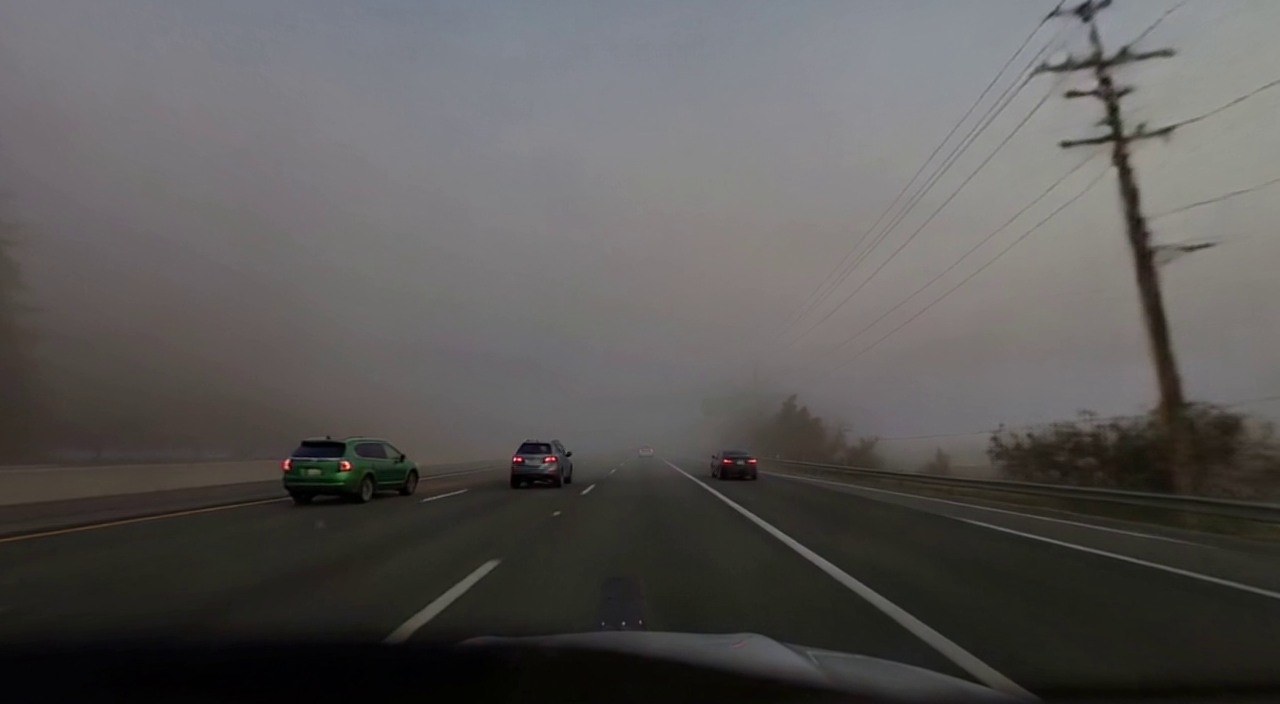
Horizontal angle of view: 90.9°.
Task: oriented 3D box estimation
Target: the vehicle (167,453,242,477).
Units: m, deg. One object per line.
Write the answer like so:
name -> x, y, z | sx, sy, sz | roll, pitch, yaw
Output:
vehicle -> -28.496, 7.365, 41.448 | 1.738, 1.440, 4.398 | 0, -8, 1

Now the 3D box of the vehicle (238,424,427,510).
vehicle -> -7.331, 2.789, 15.796 | 2.162, 1.805, 4.853 | 0, -8, 1

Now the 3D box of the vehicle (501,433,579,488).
vehicle -> -3.334, 3.724, 21.882 | 1.961, 1.704, 4.052 | 0, -8, 1

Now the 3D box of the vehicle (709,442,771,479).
vehicle -> 4.300, 4.720, 27.754 | 1.964, 1.479, 4.252 | 0, -8, -1
